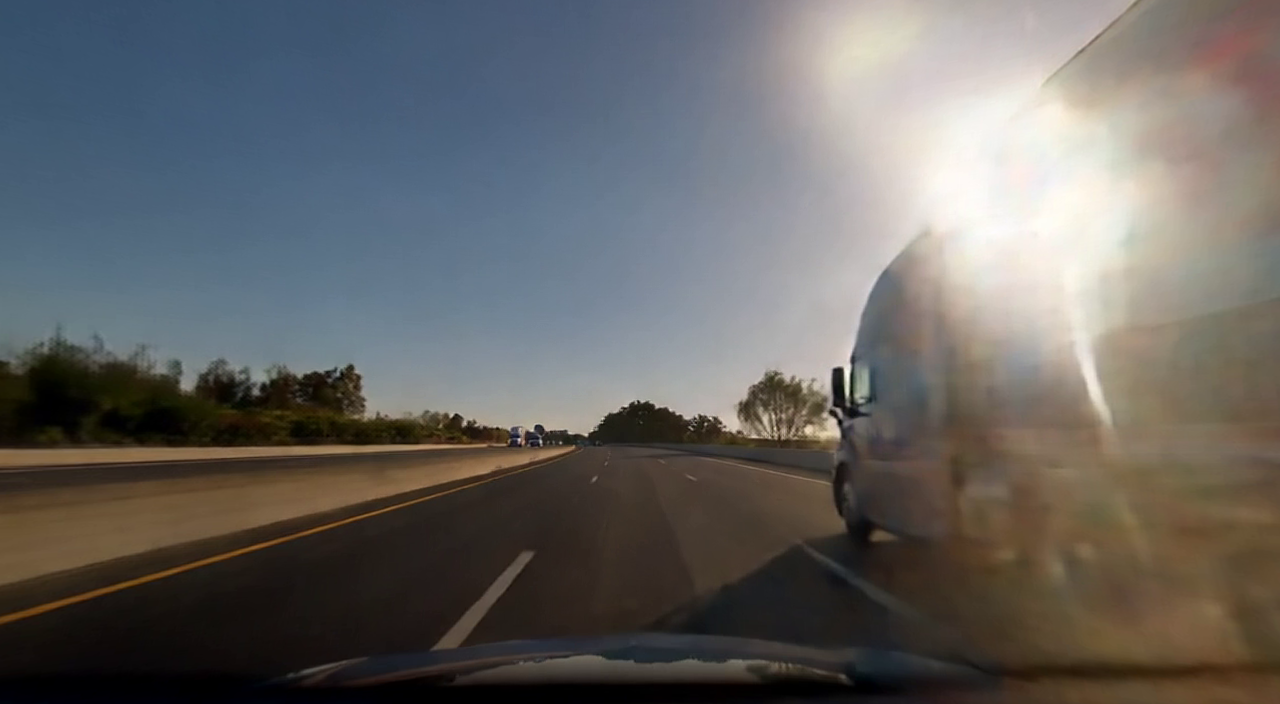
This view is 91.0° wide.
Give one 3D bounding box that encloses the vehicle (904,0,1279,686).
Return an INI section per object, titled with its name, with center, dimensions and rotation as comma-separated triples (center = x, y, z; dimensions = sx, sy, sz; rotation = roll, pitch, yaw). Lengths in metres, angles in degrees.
[vehicle]
center = 4.949, -0.337, 2.746
dimensions = 3.041, 4.012, 10.162
rotation = 0, -8, -1
